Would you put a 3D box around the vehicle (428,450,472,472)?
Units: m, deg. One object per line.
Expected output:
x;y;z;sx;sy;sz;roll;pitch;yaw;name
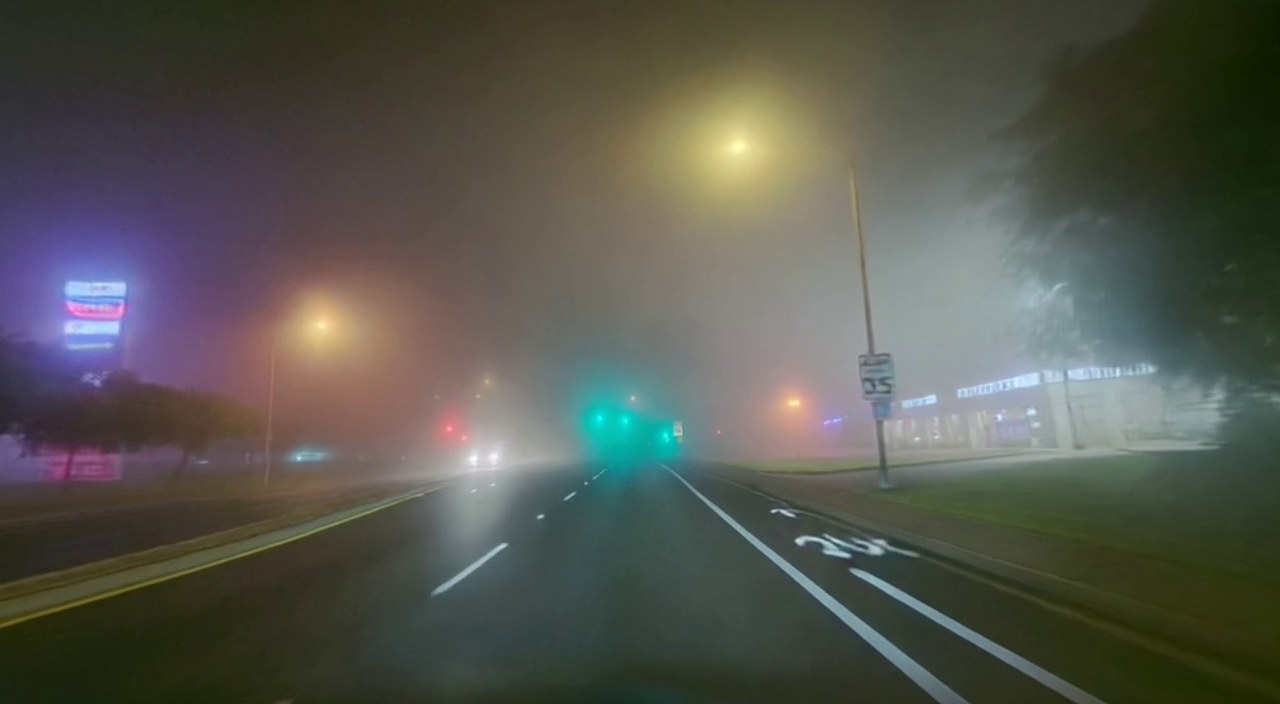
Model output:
-14.207;8.163;47.412;2.026;1.521;4.045;0;-9;1;vehicle

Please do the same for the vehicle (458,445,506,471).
-10.350;6.955;41.653;2.026;1.577;4.334;-2;-9;0;vehicle
